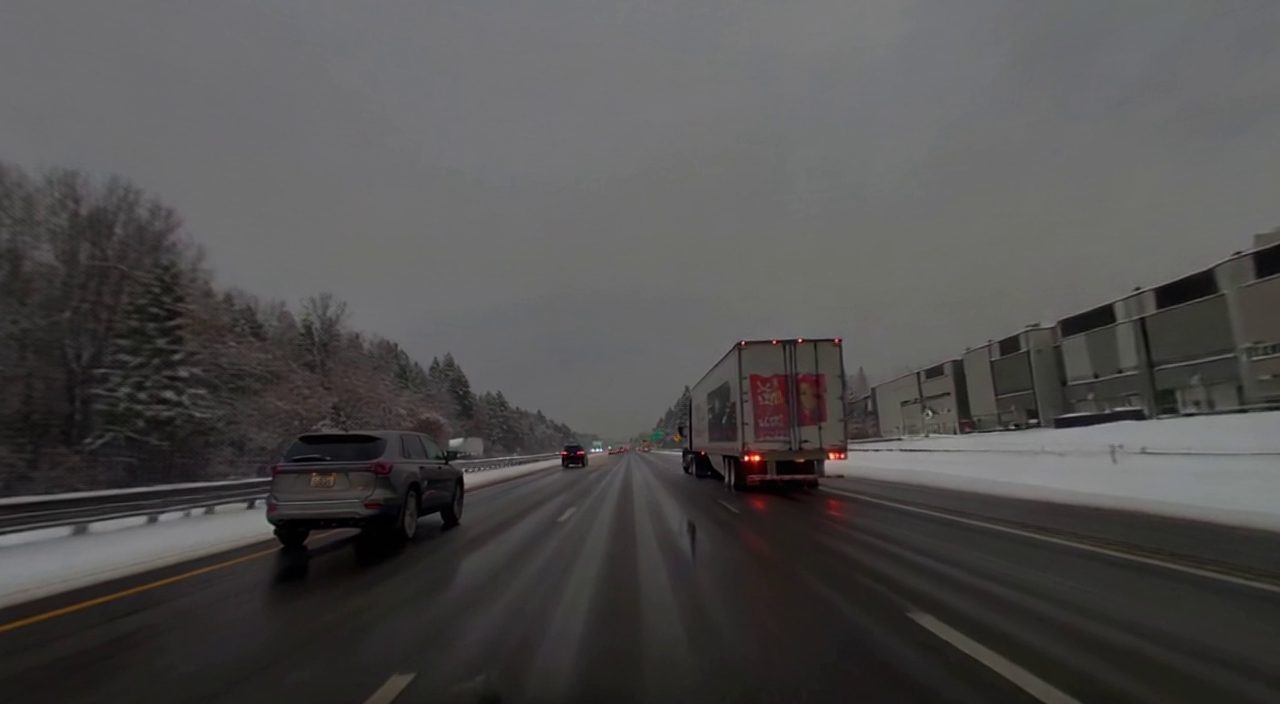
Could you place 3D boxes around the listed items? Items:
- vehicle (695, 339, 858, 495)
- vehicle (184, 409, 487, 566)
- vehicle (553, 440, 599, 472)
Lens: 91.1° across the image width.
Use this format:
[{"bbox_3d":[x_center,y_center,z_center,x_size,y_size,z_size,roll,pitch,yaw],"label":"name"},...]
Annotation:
[{"bbox_3d":[4.277,2.787,23.983,2.998,4.236,13.886,0,-9,0],"label":"vehicle"},{"bbox_3d":[-4.019,1.890,9.493,2.202,1.760,4.617,0,-9,1],"label":"vehicle"},{"bbox_3d":[-3.603,5.990,36.262,2.139,1.716,4.530,0,-9,0],"label":"vehicle"}]
